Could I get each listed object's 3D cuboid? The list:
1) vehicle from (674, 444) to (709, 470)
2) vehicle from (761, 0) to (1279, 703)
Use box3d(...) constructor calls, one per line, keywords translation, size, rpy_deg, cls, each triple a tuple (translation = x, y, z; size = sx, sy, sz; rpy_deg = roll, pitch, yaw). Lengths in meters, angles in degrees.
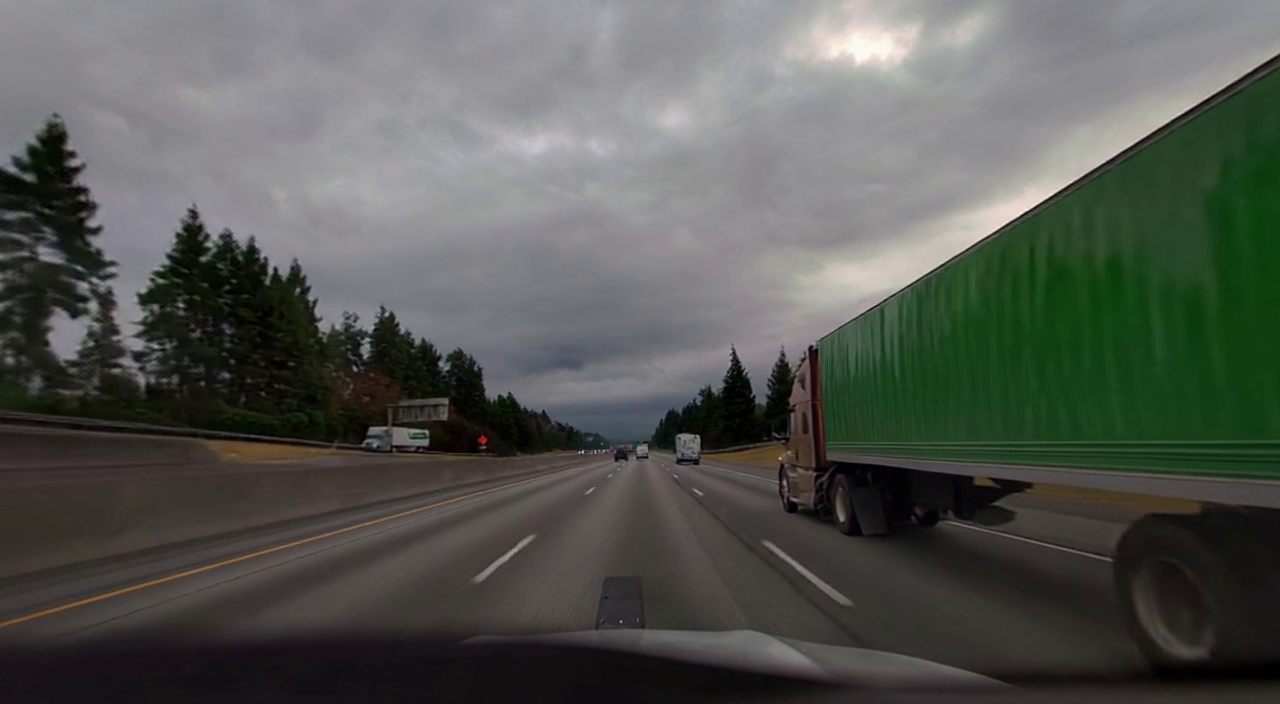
box3d(translation=(3.393, 6.989, 42.119), size=(2.019, 1.601, 3.953), rpy_deg=(0, -9, 0), cls="vehicle")
box3d(translation=(4.622, 0.079, 6.719), size=(3.115, 4.407, 17.026), rpy_deg=(0, -9, -1), cls="vehicle")
